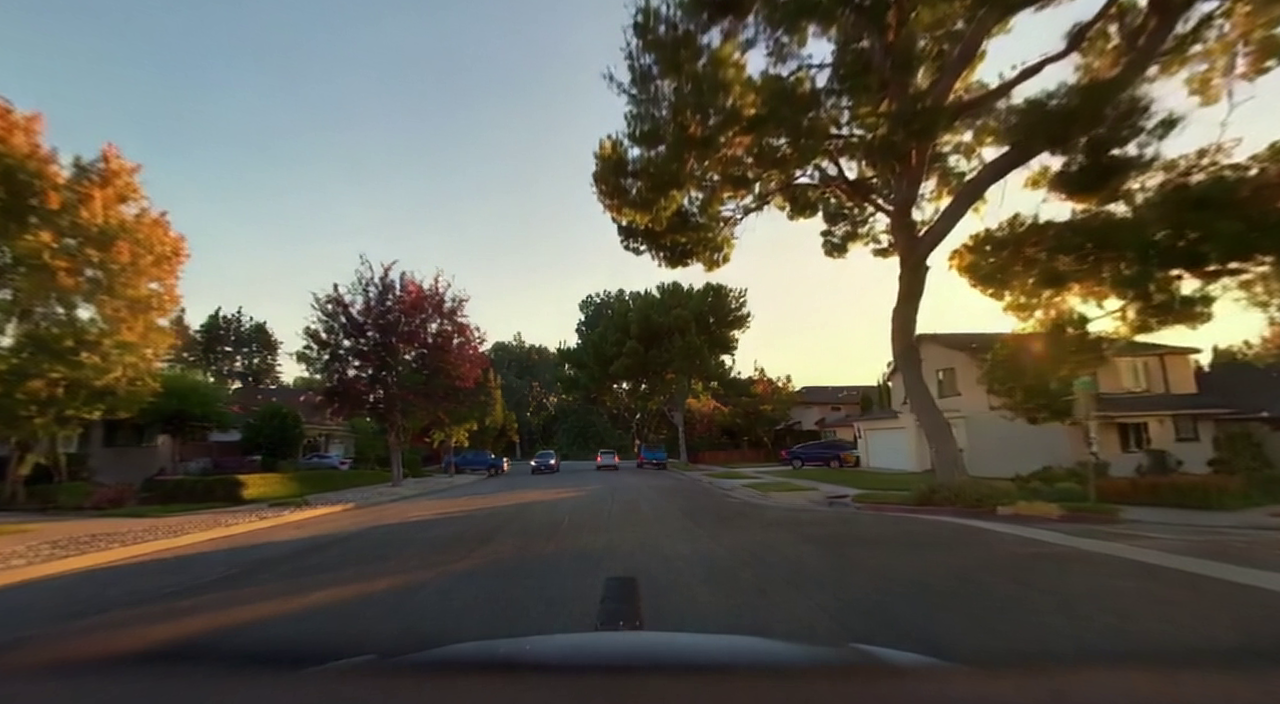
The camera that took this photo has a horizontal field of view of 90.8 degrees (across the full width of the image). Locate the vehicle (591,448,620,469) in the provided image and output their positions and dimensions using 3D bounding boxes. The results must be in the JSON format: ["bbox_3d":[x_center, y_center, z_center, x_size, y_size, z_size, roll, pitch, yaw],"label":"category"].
[{"bbox_3d":[-2.555,7.852,46.762,2.064,1.477,3.968,0,-8,-3],"label":"vehicle"}]

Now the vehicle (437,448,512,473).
[{"bbox_3d":[-12.158,7.996,46.645,4.947,1.769,2.023,0,-8,-2],"label":"vehicle"}]

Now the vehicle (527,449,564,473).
[{"bbox_3d":[-6.326,7.358,42.811,1.926,1.513,4.236,0,-8,-1],"label":"vehicle"}]

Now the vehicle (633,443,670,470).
[{"bbox_3d":[0.776,7.922,48.292,2.394,1.901,5.759,0,-8,-4],"label":"vehicle"}]
